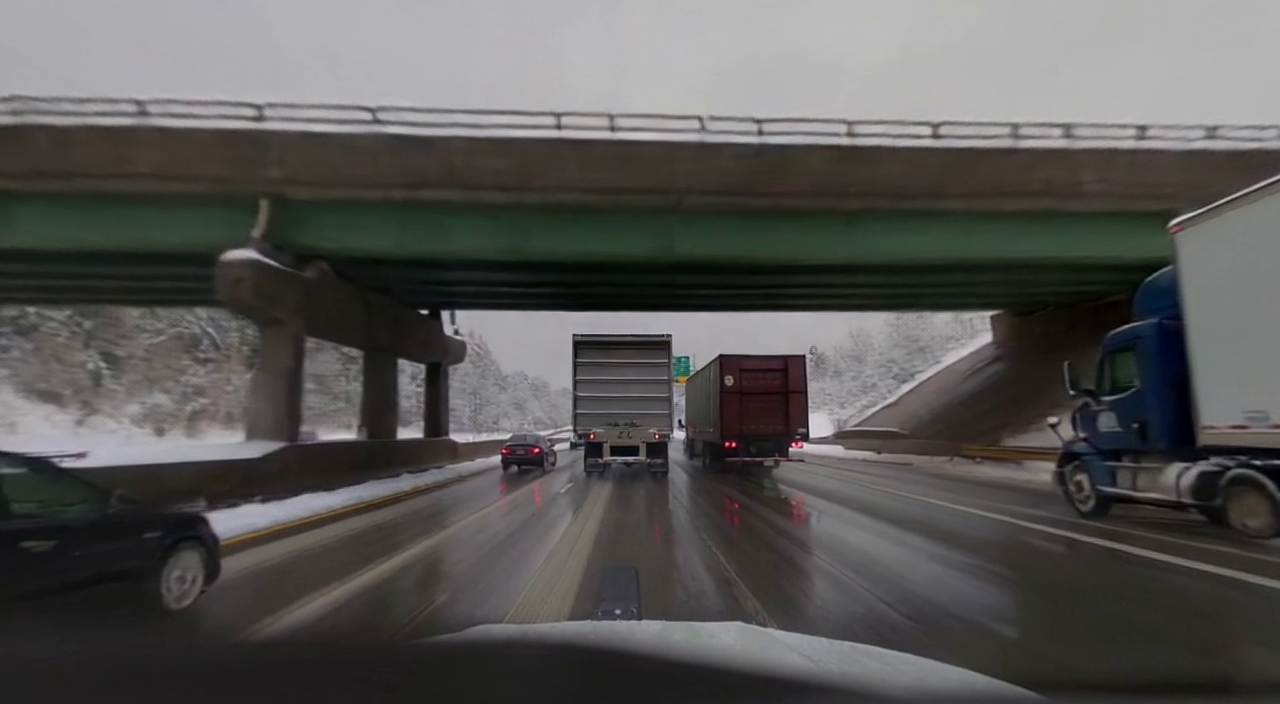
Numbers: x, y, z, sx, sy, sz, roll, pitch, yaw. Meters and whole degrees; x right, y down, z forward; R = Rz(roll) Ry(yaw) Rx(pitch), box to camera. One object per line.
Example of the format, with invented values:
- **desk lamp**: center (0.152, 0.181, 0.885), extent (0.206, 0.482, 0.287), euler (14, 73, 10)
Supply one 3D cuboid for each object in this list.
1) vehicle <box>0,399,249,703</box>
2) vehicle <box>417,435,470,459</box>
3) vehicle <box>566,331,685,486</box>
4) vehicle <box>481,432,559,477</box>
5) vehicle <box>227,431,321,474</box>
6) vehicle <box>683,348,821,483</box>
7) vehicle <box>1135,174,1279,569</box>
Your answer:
- **vehicle**: center (-3.534, 0.822, 1.774), extent (1.894, 1.460, 4.662), euler (0, -8, 0)
- **vehicle**: center (-12.723, 6.178, 41.128), extent (2.060, 1.479, 4.264), euler (0, -8, 0)
- **vehicle**: center (-0.556, 2.179, 21.880), extent (3.090, 4.065, 10.702), euler (0, -8, -2)
- **vehicle**: center (-4.186, 3.610, 22.535), extent (2.049, 1.483, 3.786), euler (0, -8, 0)
- **vehicle**: center (-20.067, 5.485, 34.868), extent (2.246, 2.109, 5.095), euler (-2, -8, -1)
- **vehicle**: center (3.620, 2.589, 23.976), extent (2.817, 3.886, 11.491), euler (0, -8, -2)
- **vehicle**: center (8.299, -0.452, 1.819), extent (3.000, 4.114, 13.063), euler (0, -8, -1)
